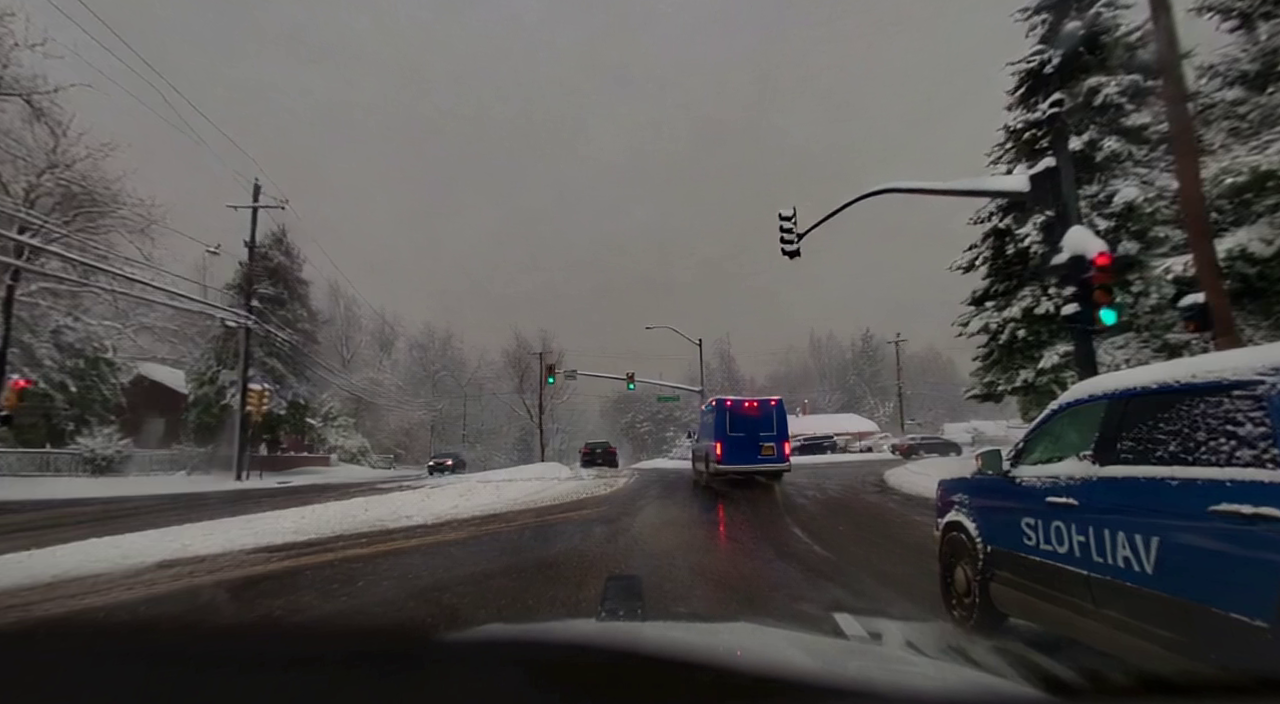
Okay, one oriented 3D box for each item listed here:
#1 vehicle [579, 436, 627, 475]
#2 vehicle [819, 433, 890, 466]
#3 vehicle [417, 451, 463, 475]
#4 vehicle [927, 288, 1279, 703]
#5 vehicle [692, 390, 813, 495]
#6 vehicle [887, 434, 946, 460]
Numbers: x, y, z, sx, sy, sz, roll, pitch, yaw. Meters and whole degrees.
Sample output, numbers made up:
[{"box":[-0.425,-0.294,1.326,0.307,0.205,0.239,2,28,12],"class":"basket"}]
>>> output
[{"box":[-1.781,4.891,29.974,2.114,1.707,3.725,0,-8,-5],"class":"vehicle"},{"box":[11.410,5.160,33.512,3.936,1.594,1.860,7,-11,-42],"class":"vehicle"},{"box":[-13.409,7.431,42.703,2.053,1.474,4.489,1,-8,-6],"class":"vehicle"},{"box":[3.448,0.816,2.848,2.194,1.922,4.822,-1,-8,3],"class":"vehicle"},{"box":[3.127,2.735,19.141,2.406,2.687,5.521,0,-8,-2],"class":"vehicle"},{"box":[17.521,6.002,39.915,4.078,1.582,1.920,8,-12,-44],"class":"vehicle"}]
